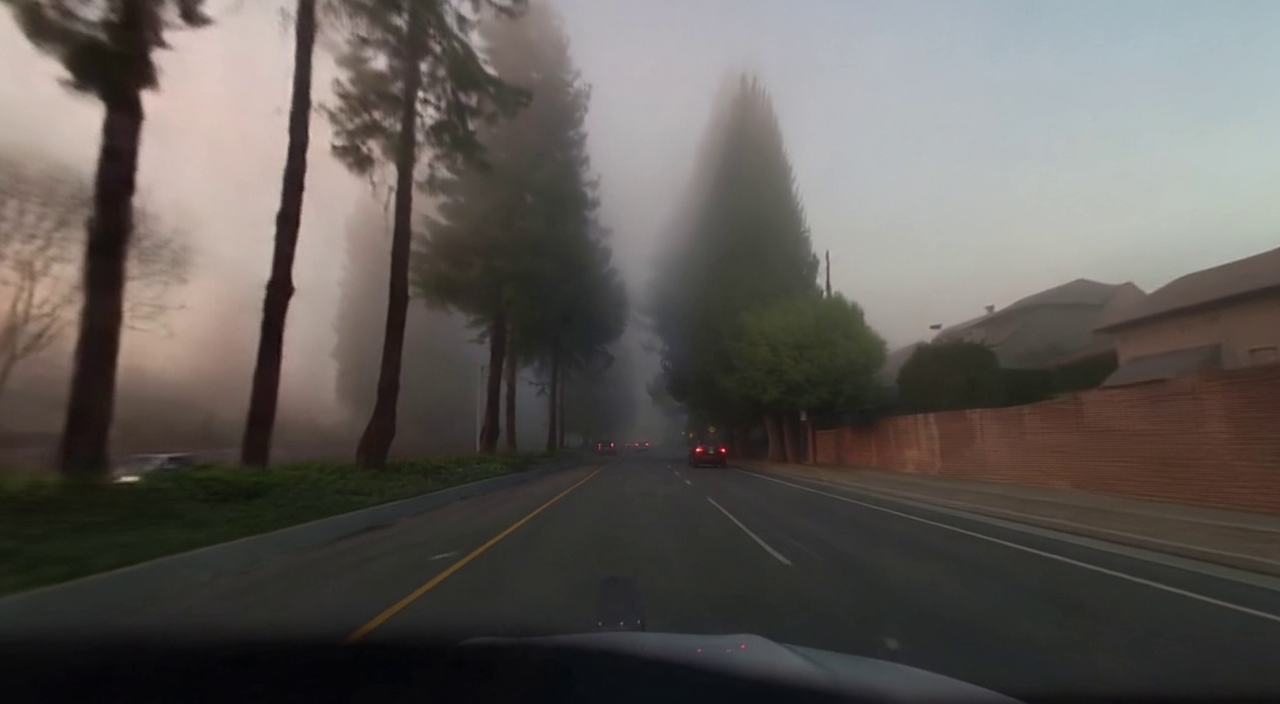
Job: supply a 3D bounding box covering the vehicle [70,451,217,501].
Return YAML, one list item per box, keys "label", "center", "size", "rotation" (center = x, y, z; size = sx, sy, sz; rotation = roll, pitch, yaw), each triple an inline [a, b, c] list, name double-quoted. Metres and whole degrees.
- label: "vehicle"
  center: [-21.271, 5.285, 27.391]
  size: [2.238, 1.778, 5.115]
  rotation: [-3, -8, 1]

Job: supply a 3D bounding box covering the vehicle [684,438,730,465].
- label: "vehicle"
  center: [3.999, 6.071, 38.653]
  size: [2.237, 1.578, 4.621]
  rotation: [0, -8, -1]
